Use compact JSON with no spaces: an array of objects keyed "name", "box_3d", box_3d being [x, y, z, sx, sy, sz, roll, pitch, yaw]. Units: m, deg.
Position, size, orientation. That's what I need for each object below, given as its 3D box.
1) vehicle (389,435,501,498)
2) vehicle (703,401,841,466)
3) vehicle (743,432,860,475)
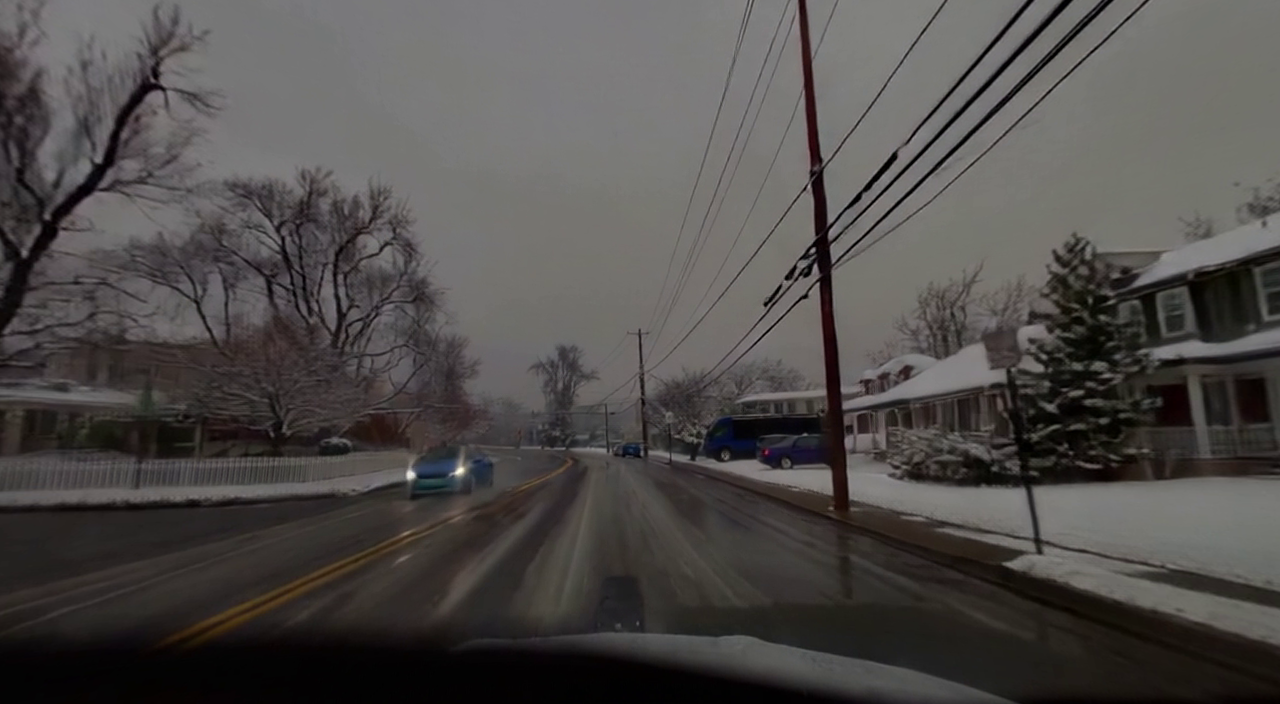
[{"name":"vehicle","box_3d":[-5.231,3.092,17.604,1.892,1.501,4.335,0,-8,-2]},{"name":"vehicle","box_3d":[7.496,4.705,36.338,7.115,3.010,2.378,-4,-9,-8]},{"name":"vehicle","box_3d":[6.842,4.346,27.144,4.412,1.565,1.957,-3,-8,-2]}]
